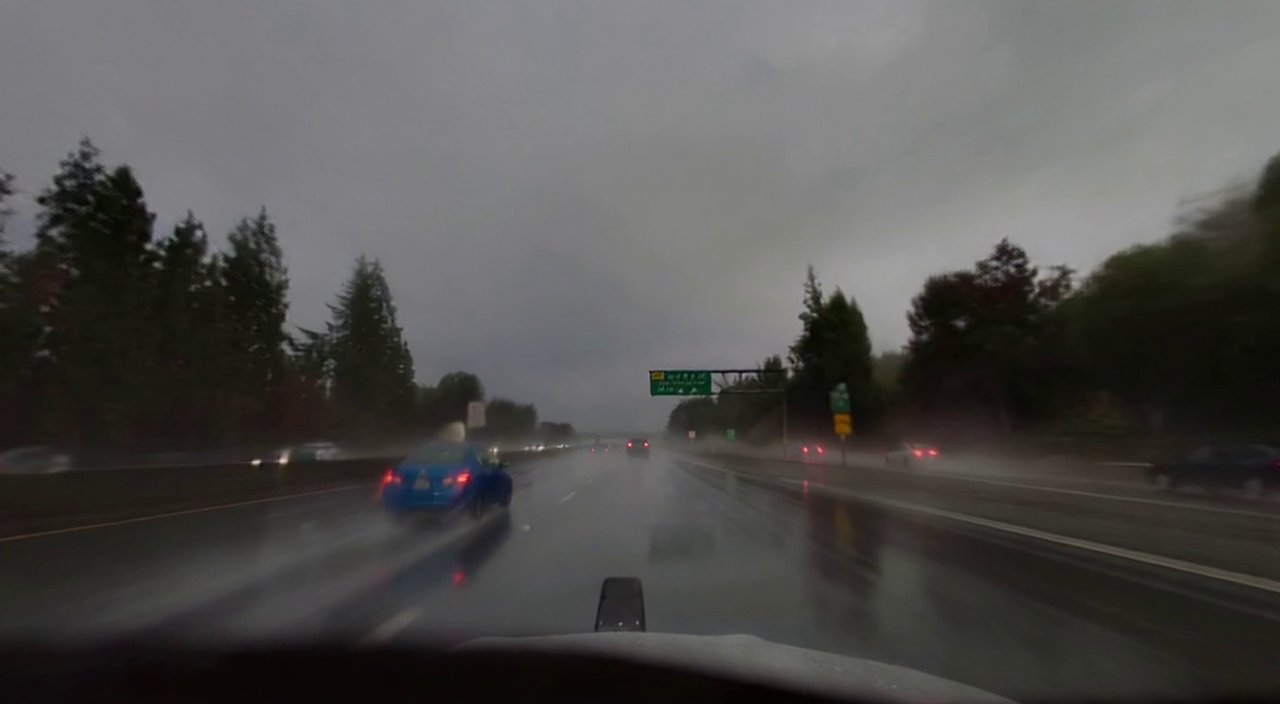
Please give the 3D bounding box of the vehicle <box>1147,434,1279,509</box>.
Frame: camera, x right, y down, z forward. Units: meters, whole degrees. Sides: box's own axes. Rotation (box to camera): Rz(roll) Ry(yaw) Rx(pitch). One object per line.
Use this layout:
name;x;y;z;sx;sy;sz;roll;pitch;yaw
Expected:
vehicle;13.946;2.557;13.716;1.940;1.496;4.992;-1;-9;4

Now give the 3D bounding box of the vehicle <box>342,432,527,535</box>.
vehicle;-3.508;2.318;11.735;2.020;1.554;4.137;0;-9;0

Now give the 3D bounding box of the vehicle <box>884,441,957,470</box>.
vehicle;15.107;5.606;34.342;1.873;1.463;4.937;0;-9;2

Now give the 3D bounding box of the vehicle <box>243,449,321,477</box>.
vehicle;-20.770;6.418;36.918;1.869;1.522;4.536;0;-9;0
